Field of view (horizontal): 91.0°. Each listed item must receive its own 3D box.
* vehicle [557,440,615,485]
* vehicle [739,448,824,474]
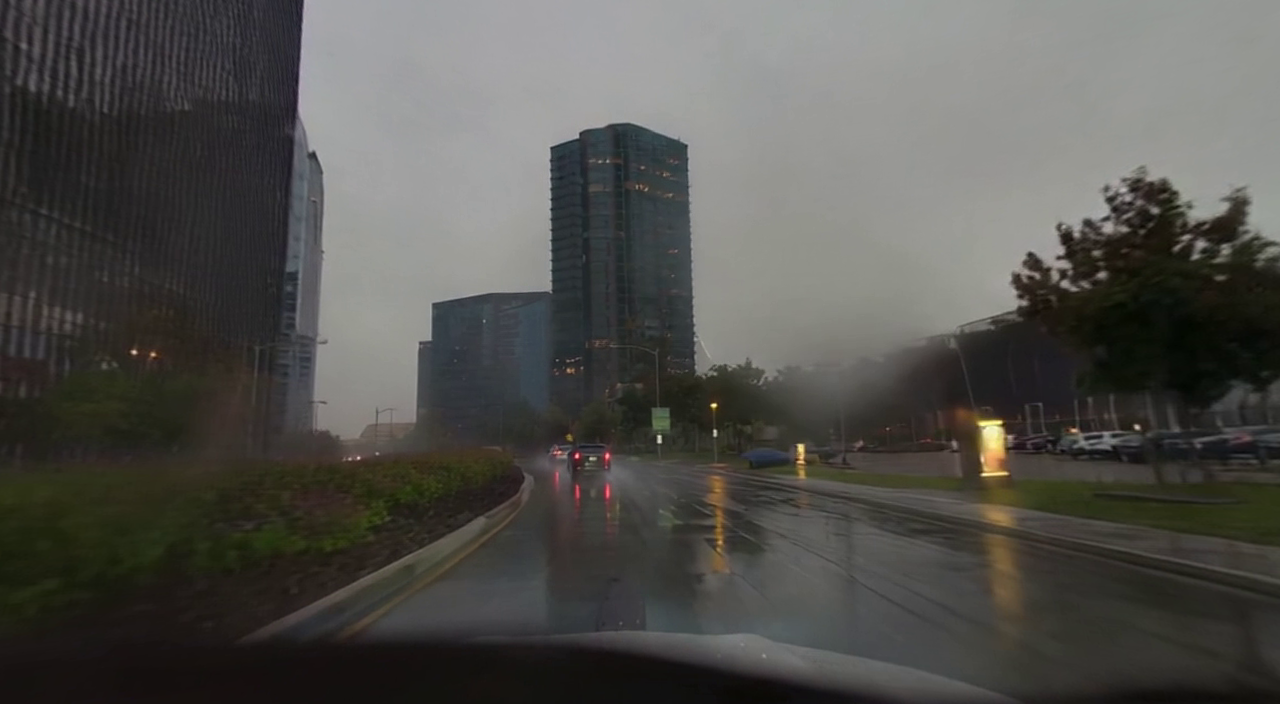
[{"bbox_3d":[-2.251,4.555,26.235,2.183,1.675,4.319,1,-9,-5],"label":"vehicle"},{"bbox_3d":[8.416,6.562,37.900,4.645,1.505,2.100,0,-9,2],"label":"vehicle"}]
